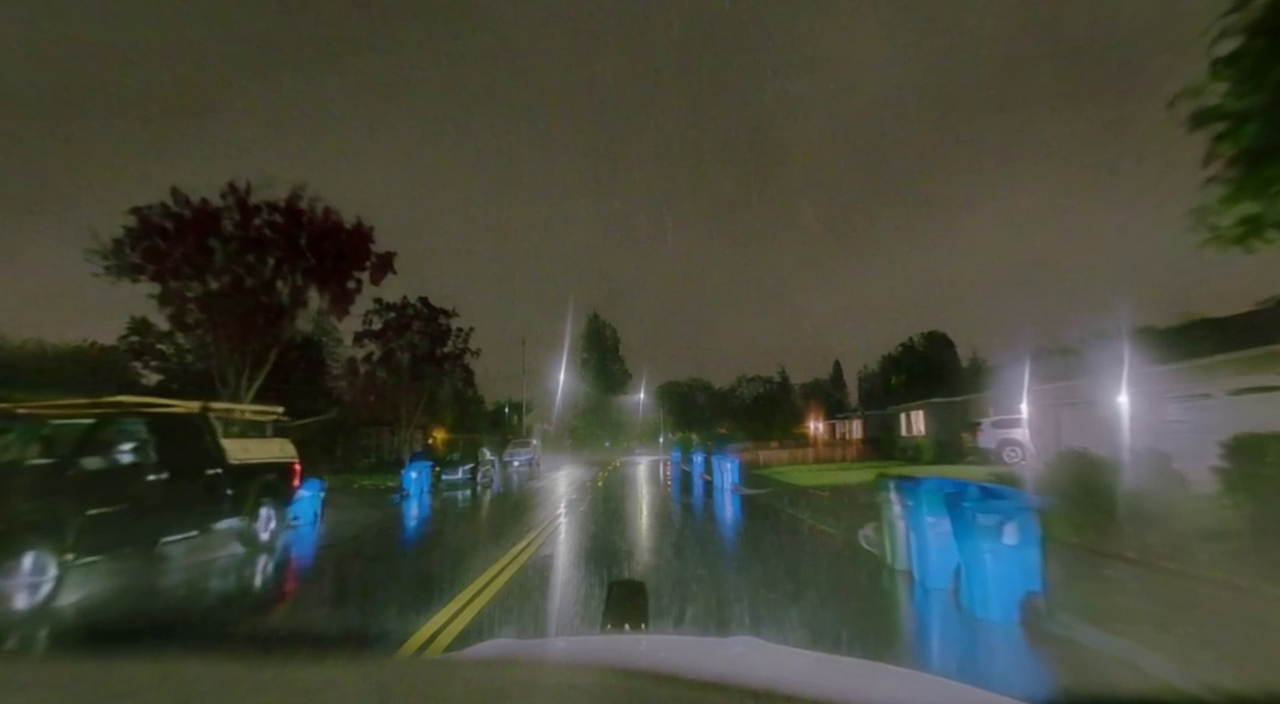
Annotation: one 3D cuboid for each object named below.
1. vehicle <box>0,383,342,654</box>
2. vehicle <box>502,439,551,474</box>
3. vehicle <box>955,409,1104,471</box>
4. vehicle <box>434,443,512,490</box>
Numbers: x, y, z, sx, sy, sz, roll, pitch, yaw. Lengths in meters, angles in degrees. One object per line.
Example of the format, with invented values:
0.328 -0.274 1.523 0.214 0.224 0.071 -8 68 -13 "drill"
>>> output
-6.313 1.538 7.773 2.223 2.115 5.707 5 -4 2 "vehicle"
-6.839 6.279 38.396 2.169 1.871 4.762 -3 -8 -2 "vehicle"
12.754 2.916 21.080 1.936 1.687 4.714 -5 -7 1 "vehicle"
-6.549 4.490 25.204 1.945 1.530 4.430 -4 -7 -2 "vehicle"
